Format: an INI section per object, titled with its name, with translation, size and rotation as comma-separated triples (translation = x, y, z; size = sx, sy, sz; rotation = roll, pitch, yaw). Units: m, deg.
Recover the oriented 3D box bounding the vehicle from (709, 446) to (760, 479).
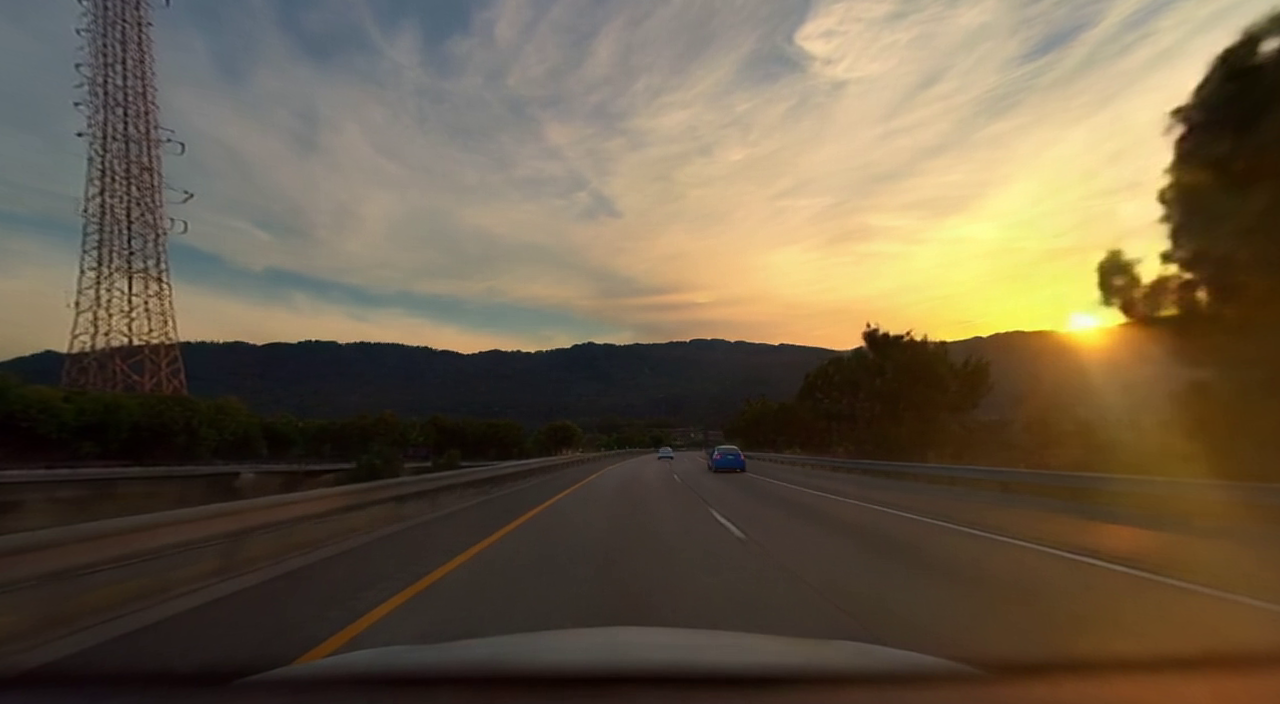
[vehicle]
translation = 4.731, 5.583, 32.186
size = 2.030, 1.526, 4.165
rotation = 0, -9, 1
